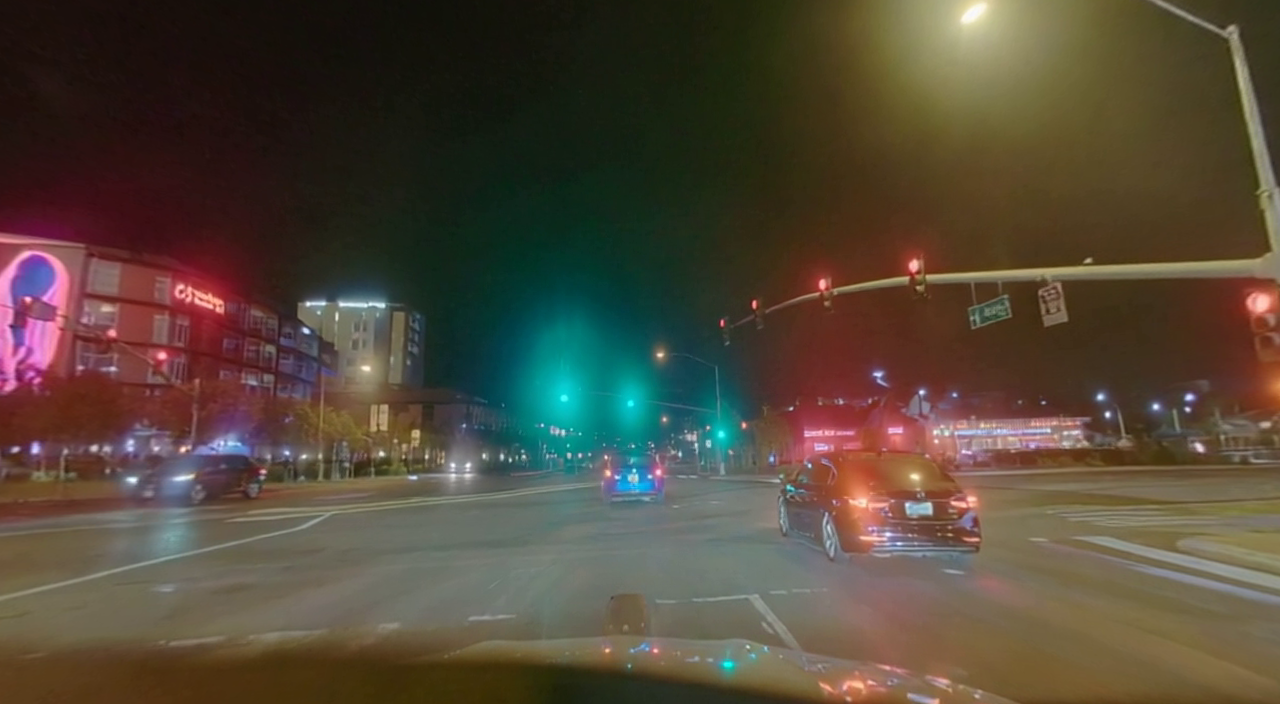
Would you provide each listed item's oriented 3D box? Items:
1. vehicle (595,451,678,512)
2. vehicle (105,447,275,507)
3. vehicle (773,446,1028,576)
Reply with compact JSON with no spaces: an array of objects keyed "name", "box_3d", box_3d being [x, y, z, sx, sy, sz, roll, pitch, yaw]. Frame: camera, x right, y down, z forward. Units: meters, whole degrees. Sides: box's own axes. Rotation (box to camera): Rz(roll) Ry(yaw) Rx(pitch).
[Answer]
[{"name":"vehicle","box_3d":[-0.092,3.602,18.039,2.094,1.481,4.078,0,-8,0]},{"name":"vehicle","box_3d":[-15.141,4.181,21.666,2.126,1.782,4.880,0,-8,2]},{"name":"vehicle","box_3d":[3.354,2.084,9.140,1.860,1.430,4.089,0,-8,-2]}]
